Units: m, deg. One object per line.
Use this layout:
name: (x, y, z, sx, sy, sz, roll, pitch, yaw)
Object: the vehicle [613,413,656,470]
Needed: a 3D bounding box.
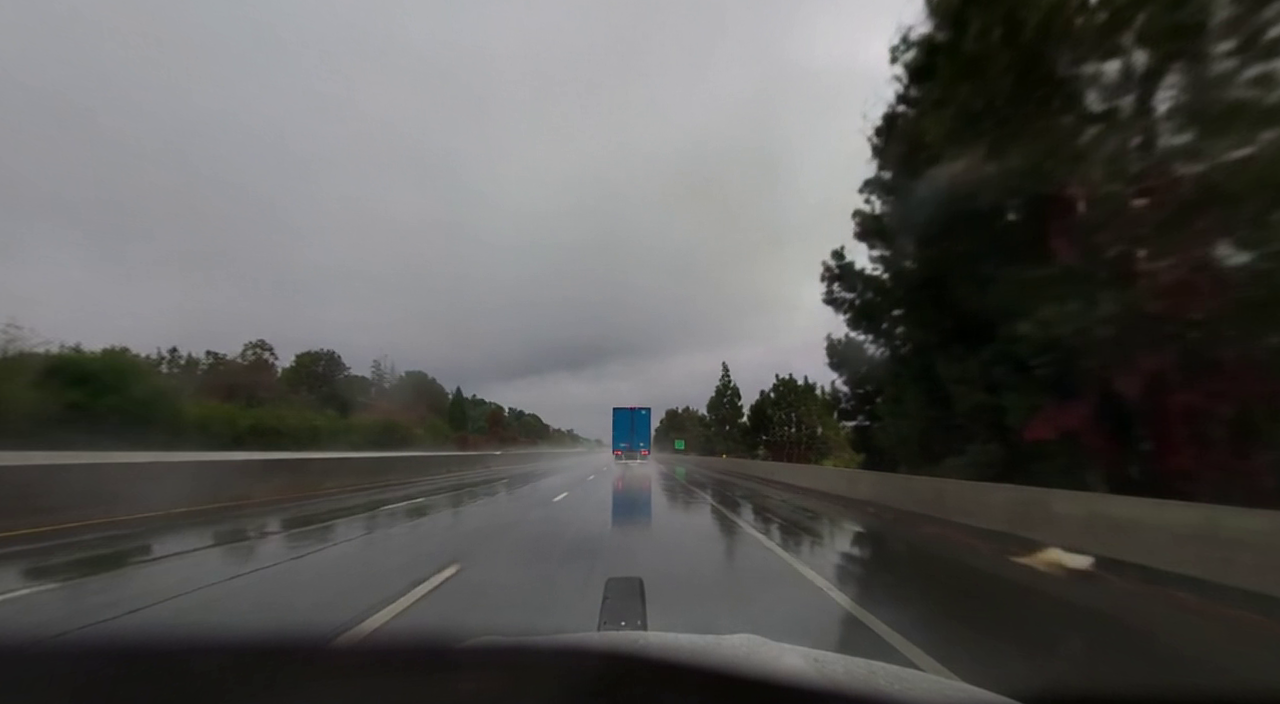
vehicle: (-0.498, 7.073, 49.308, 2.982, 3.947, 11.075, 0, -9, -1)
